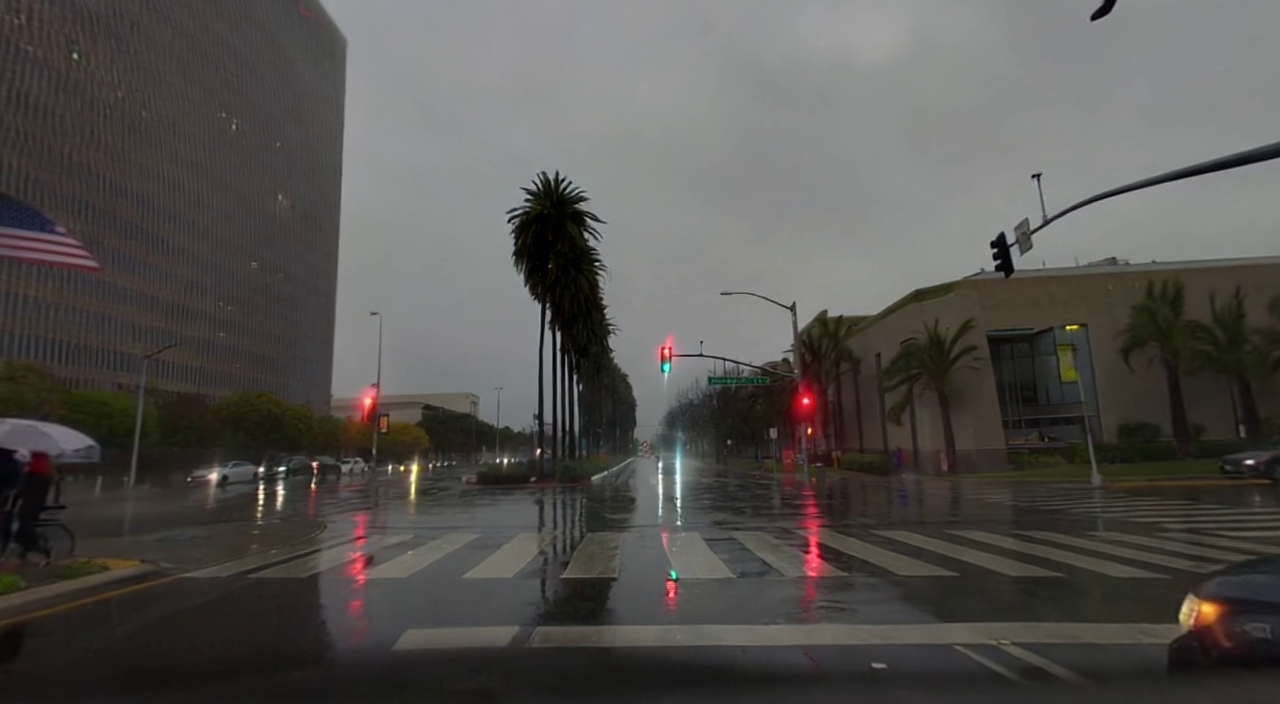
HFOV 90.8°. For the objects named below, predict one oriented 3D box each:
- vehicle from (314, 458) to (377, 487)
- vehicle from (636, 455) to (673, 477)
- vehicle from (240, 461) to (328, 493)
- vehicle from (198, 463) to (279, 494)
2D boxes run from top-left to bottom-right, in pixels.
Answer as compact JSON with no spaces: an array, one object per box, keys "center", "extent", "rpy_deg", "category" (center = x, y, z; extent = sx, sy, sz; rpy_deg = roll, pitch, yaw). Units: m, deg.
[{"center":[-20.173,8.264,43.491],"extent":[2.043,1.745,4.420],"rpy_deg":[-1,-9,2],"category":"vehicle"},{"center":[1.042,8.629,47.949],"extent":[2.000,1.525,4.273],"rpy_deg":[1,-9,-10],"category":"vehicle"},{"center":[-19.910,6.986,35.651],"extent":[2.069,1.540,4.774],"rpy_deg":[0,-8,2],"category":"vehicle"},{"center":[-23.226,7.311,36.737],"extent":[2.061,1.534,4.138],"rpy_deg":[0,-8,-2],"category":"vehicle"}]
